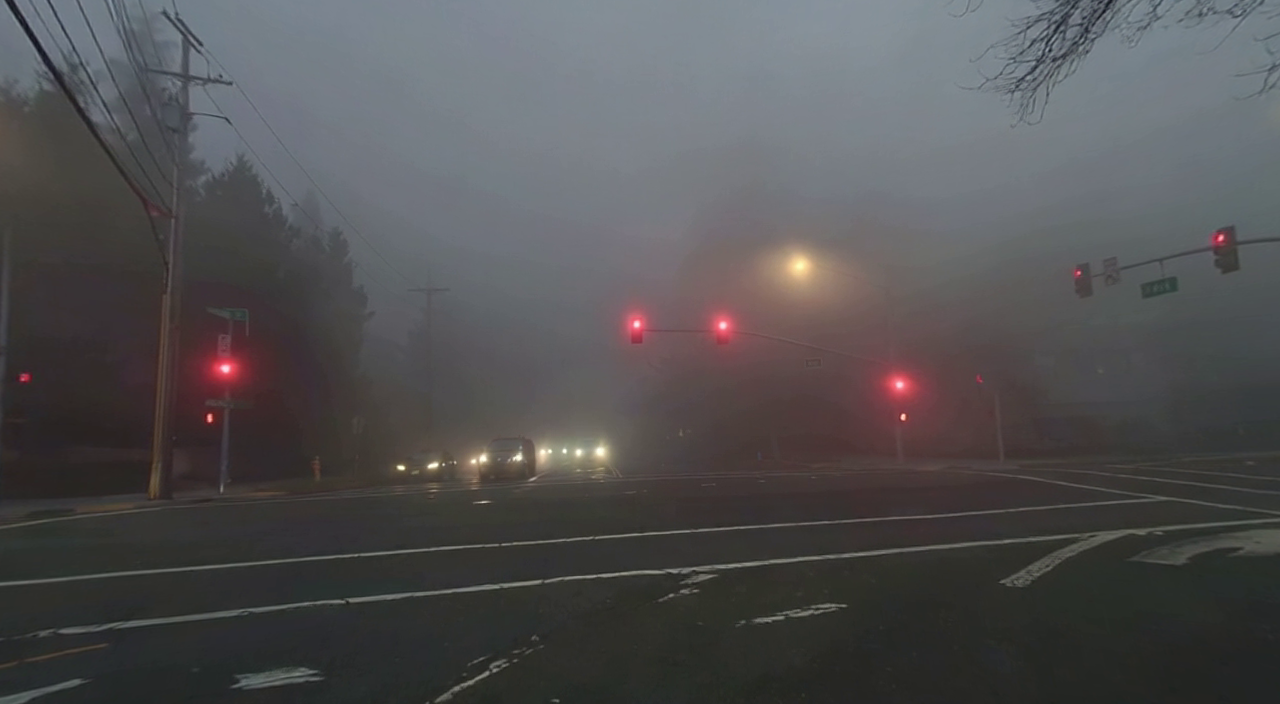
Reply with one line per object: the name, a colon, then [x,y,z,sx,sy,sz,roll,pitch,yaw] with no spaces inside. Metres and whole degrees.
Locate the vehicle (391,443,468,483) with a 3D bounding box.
vehicle: [-10.188,5.384,30.973,2.241,1.819,4.690,0,-9,-1]

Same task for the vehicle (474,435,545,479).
vehicle: [-6.409,5.232,31.782,2.479,1.977,5.254,0,-9,-1]

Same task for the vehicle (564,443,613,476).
vehicle: [-2.420,5.216,30.939,2.174,1.477,4.805,0,-9,-2]
